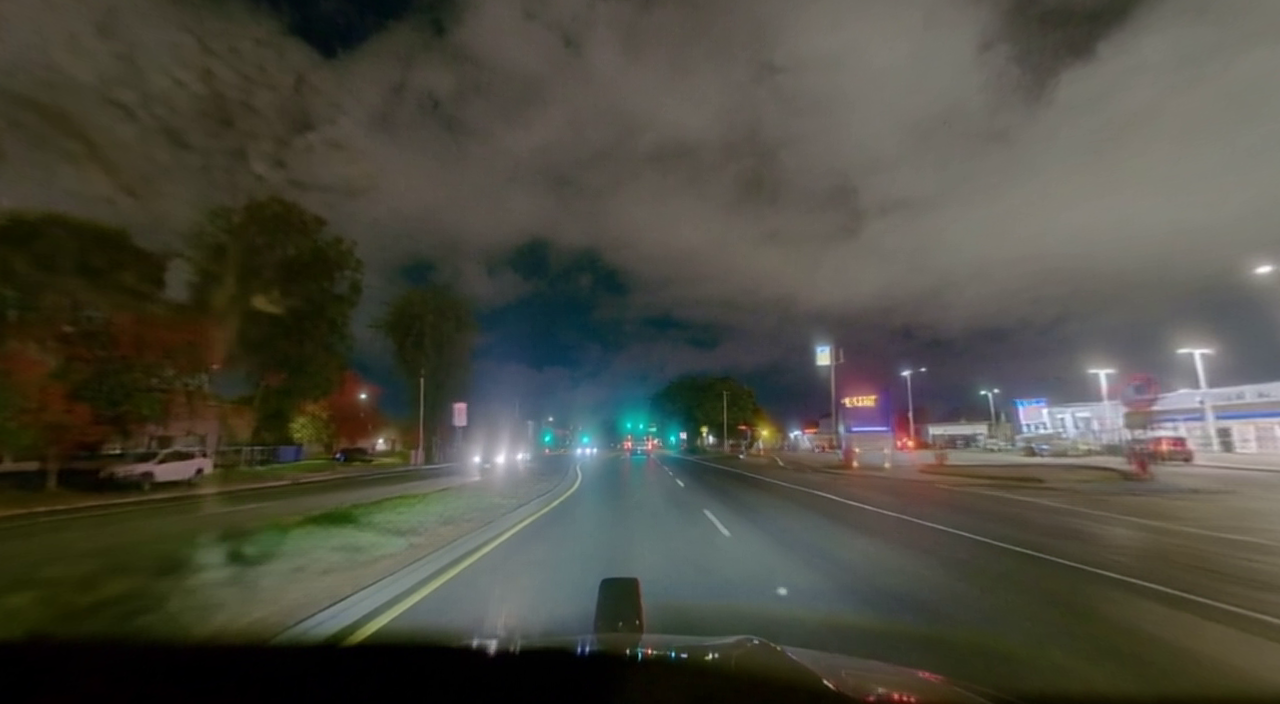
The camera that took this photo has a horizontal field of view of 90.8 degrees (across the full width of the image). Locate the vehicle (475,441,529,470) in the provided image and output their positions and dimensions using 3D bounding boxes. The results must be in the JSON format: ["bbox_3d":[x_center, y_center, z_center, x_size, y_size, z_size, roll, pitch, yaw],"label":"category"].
[{"bbox_3d":[-7.517,5.656,34.765,1.999,1.478,4.441,0,-8,0],"label":"vehicle"}]

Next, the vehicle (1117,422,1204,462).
[{"bbox_3d":[31.256,5.450,38.189,2.541,2.248,5.629,-4,-9,24],"label":"vehicle"}]

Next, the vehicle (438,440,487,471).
[{"bbox_3d":[-10.621,6.216,38.059,1.857,1.744,3.886,0,-8,-1],"label":"vehicle"}]

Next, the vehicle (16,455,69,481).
[{"bbox_3d":[-37.364,7.193,39.477,3.953,1.457,1.920,-8,-11,41],"label":"vehicle"}]

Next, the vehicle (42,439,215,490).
[{"bbox_3d":[-22.976,5.051,28.812,5.745,1.920,2.281,3,-9,-29],"label":"vehicle"}]
